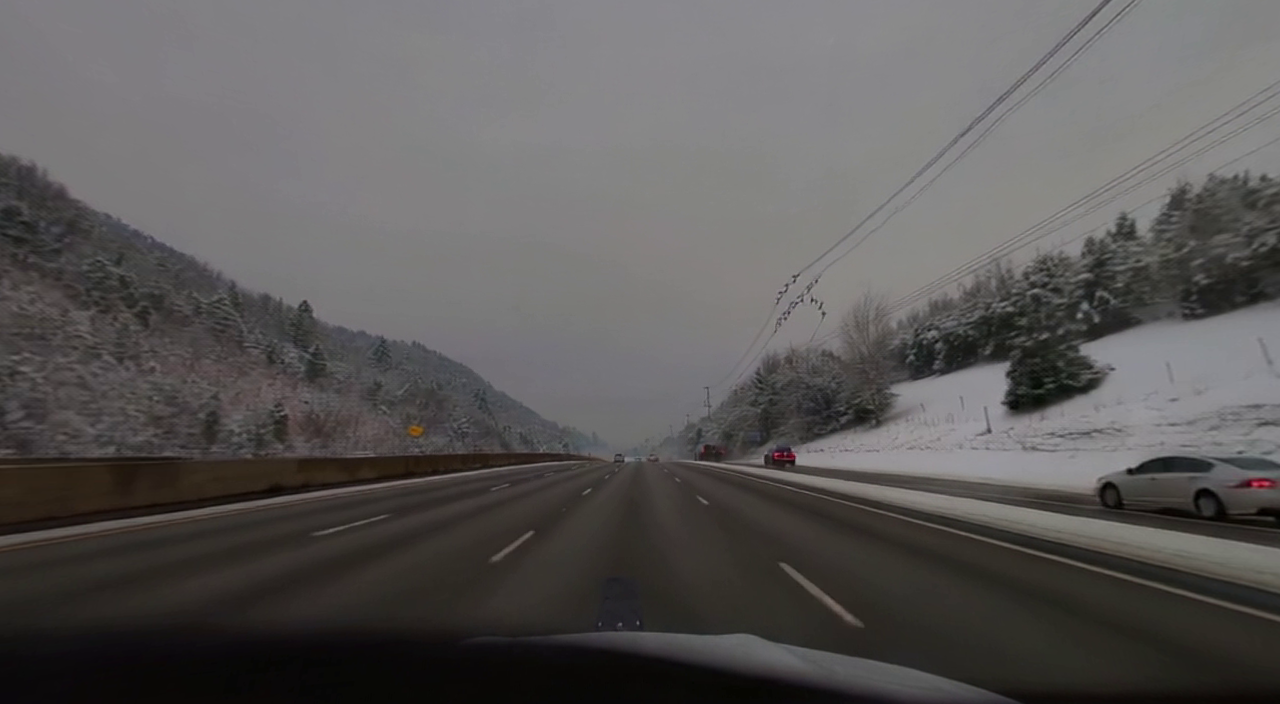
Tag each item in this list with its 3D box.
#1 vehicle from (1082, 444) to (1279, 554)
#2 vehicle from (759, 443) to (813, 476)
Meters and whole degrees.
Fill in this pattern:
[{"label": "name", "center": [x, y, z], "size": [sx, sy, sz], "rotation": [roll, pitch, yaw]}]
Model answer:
[{"label": "vehicle", "center": [9.665, 2.289, 10.424], "size": [1.884, 1.486, 3.770], "rotation": [0, -9, -1]}, {"label": "vehicle", "center": [8.741, 6.476, 38.153], "size": [2.108, 1.870, 4.435], "rotation": [0, -9, -1]}]
